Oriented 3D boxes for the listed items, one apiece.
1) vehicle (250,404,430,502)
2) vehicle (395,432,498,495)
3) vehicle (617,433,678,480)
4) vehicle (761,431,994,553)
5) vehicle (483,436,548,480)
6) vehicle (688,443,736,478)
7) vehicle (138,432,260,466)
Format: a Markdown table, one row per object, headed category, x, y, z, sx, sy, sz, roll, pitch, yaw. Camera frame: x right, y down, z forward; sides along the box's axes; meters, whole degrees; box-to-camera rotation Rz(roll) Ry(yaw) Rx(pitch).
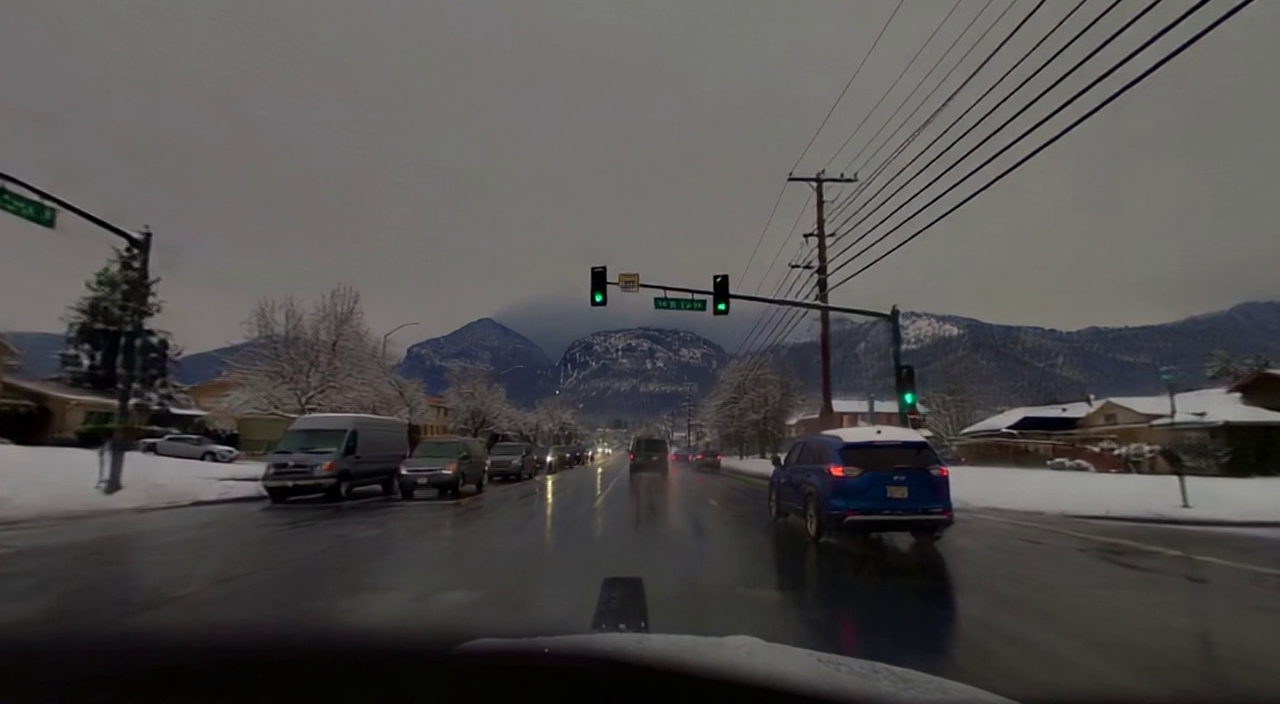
| category | x | y | z | sx | sy | sz | roll | pitch | yaw |
| --- | --- | --- | --- | --- | --- | --- | --- | --- | --- |
| vehicle | -9.391 | 3.269 | 20.693 | 2.725 | 2.710 | 6.304 | 0 | -8 | 0 |
| vehicle | -6.131 | 3.582 | 20.598 | 1.983 | 1.801 | 4.391 | 0 | -8 | 0 |
| vehicle | 0.328 | 4.918 | 29.923 | 2.636 | 2.011 | 5.130 | 0 | -8 | 0 |
| vehicle | 3.740 | 2.279 | 11.111 | 2.155 | 1.658 | 4.721 | 0 | -8 | -1 |
| vehicle | -5.808 | 5.023 | 30.119 | 1.993 | 1.884 | 5.481 | 0 | -8 | 0 |
| vehicle | 3.682 | 5.632 | 33.005 | 1.957 | 1.646 | 4.355 | 0 | -8 | -1 |
| vehicle | -27.402 | 6.042 | 39.354 | 5.789 | 2.068 | 2.368 | 0 | -8 | 0 |
